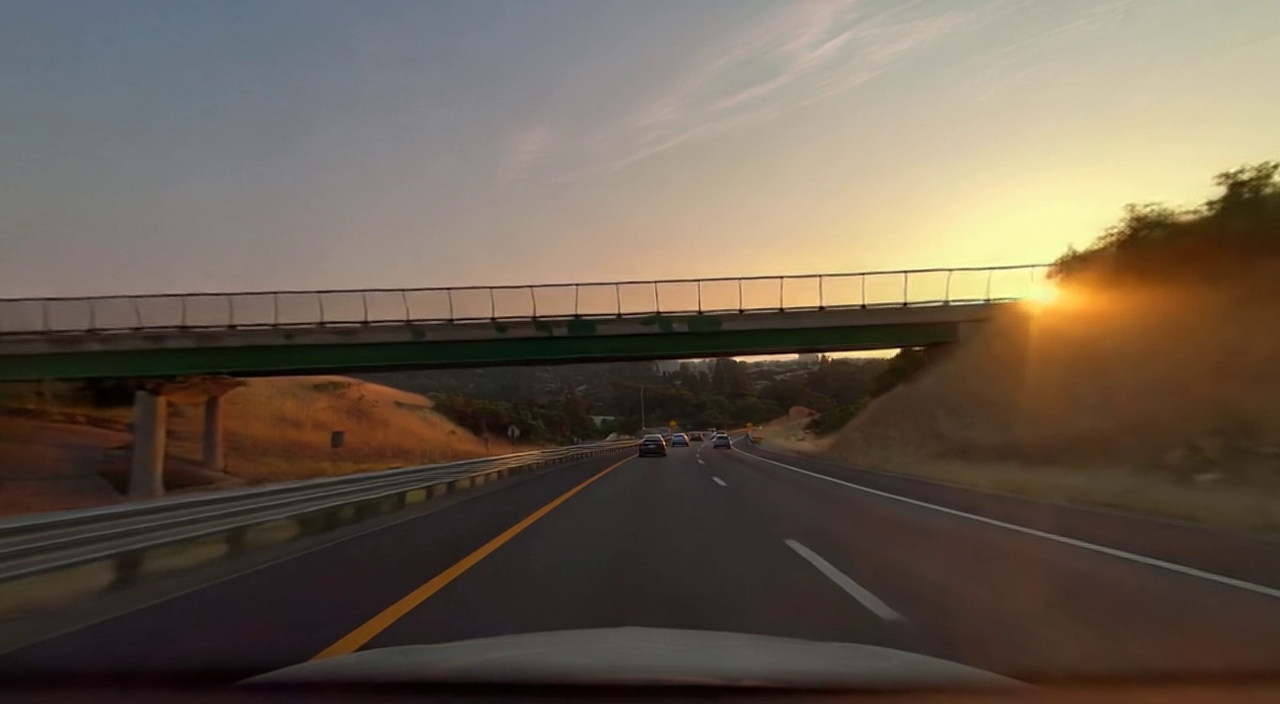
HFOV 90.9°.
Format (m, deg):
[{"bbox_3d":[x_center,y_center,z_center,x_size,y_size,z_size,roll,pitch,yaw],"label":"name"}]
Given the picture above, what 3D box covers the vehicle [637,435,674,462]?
[{"bbox_3d":[0.980,5.602,36.811,1.993,1.461,3.812,-1,-8,4],"label":"vehicle"}]
